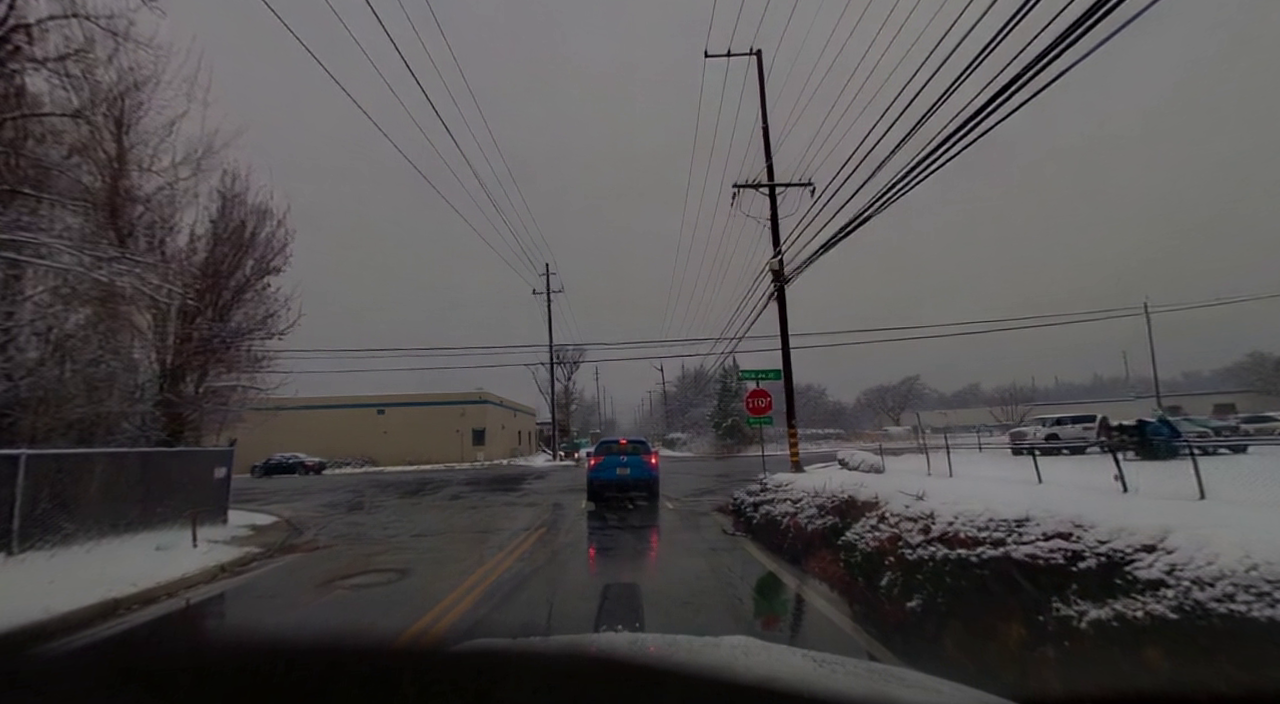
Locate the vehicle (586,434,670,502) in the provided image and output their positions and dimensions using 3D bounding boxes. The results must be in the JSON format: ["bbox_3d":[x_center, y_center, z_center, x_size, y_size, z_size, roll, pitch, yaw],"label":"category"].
[{"bbox_3d":[-0.420,3.244,18.172,2.137,1.698,4.166,0,-8,-3],"label":"vehicle"}]
